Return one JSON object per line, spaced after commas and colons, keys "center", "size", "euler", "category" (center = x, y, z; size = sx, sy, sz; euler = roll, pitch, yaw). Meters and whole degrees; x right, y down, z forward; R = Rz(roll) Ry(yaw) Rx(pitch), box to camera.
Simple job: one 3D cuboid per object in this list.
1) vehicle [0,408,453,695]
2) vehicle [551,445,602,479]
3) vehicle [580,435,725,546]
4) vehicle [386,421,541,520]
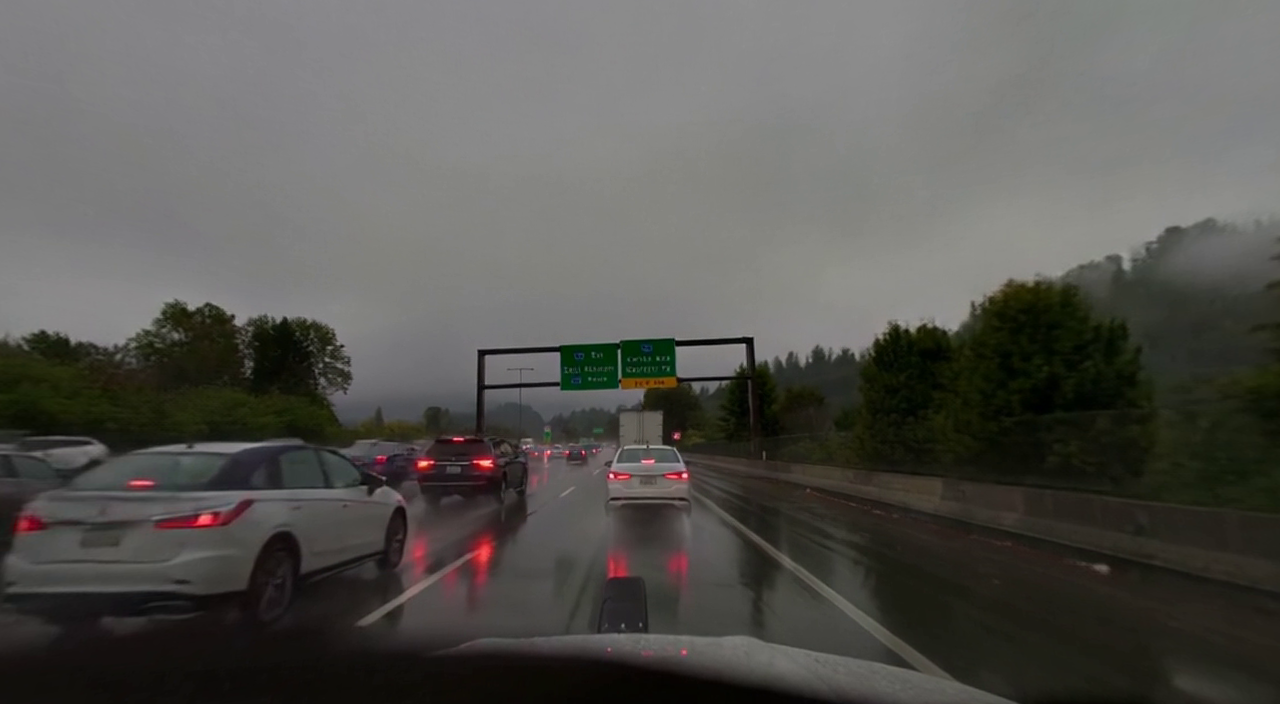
{"center": [-3.342, 1.389, 5.552], "size": [1.980, 1.491, 4.340], "euler": [0, -9, 1], "category": "vehicle"}
{"center": [-2.880, 5.124, 29.509], "size": [1.998, 1.466, 3.684], "euler": [0, -9, 0], "category": "vehicle"}
{"center": [0.161, 2.179, 10.426], "size": [1.995, 1.495, 3.380], "euler": [0, -9, 0], "category": "vehicle"}
{"center": [-3.675, 2.591, 14.193], "size": [2.051, 1.829, 4.736], "euler": [0, -9, 1], "category": "vehicle"}
